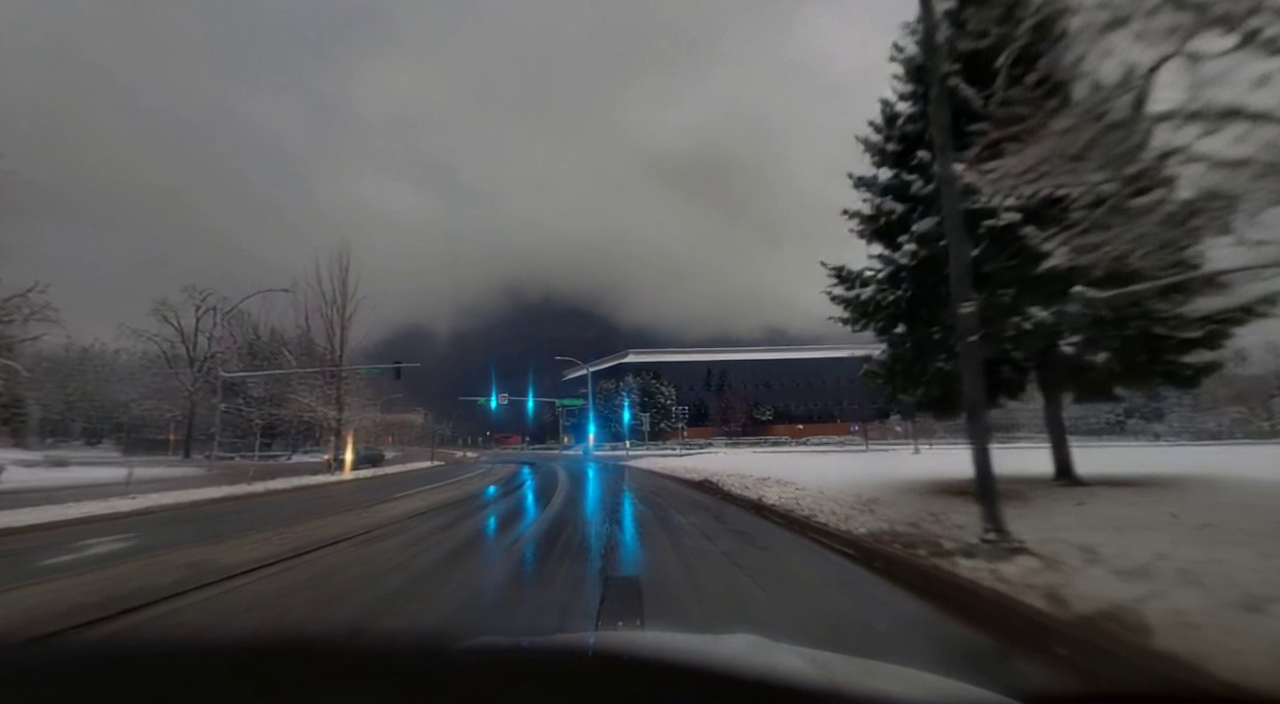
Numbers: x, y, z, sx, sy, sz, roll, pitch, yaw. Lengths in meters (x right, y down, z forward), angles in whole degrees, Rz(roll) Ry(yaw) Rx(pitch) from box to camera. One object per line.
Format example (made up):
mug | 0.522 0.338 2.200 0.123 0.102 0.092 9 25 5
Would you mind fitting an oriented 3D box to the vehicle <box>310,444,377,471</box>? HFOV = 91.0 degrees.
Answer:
vehicle | -19.312 6.885 41.297 1.870 1.594 4.447 -1 -9 6
